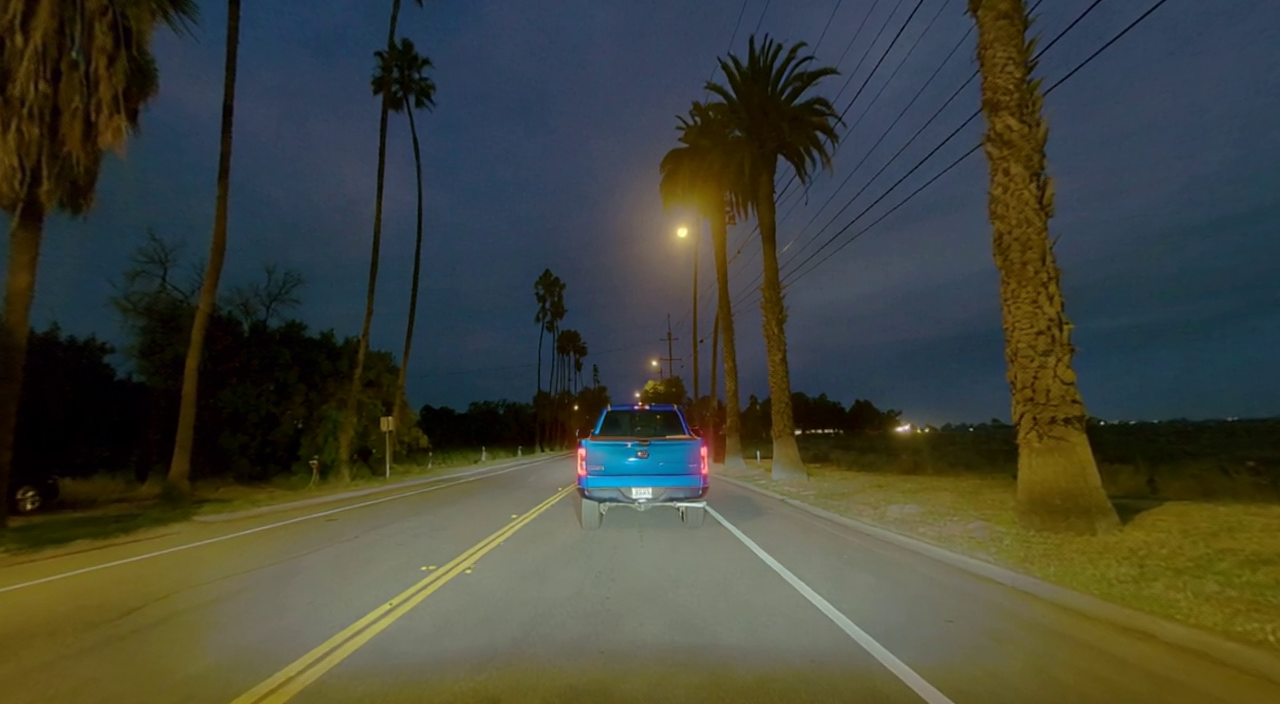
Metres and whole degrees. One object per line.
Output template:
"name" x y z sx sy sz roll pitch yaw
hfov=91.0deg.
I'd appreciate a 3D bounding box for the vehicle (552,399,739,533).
"vehicle" 0.046 2.152 12.469 2.803 2.005 5.885 0 -8 -1
